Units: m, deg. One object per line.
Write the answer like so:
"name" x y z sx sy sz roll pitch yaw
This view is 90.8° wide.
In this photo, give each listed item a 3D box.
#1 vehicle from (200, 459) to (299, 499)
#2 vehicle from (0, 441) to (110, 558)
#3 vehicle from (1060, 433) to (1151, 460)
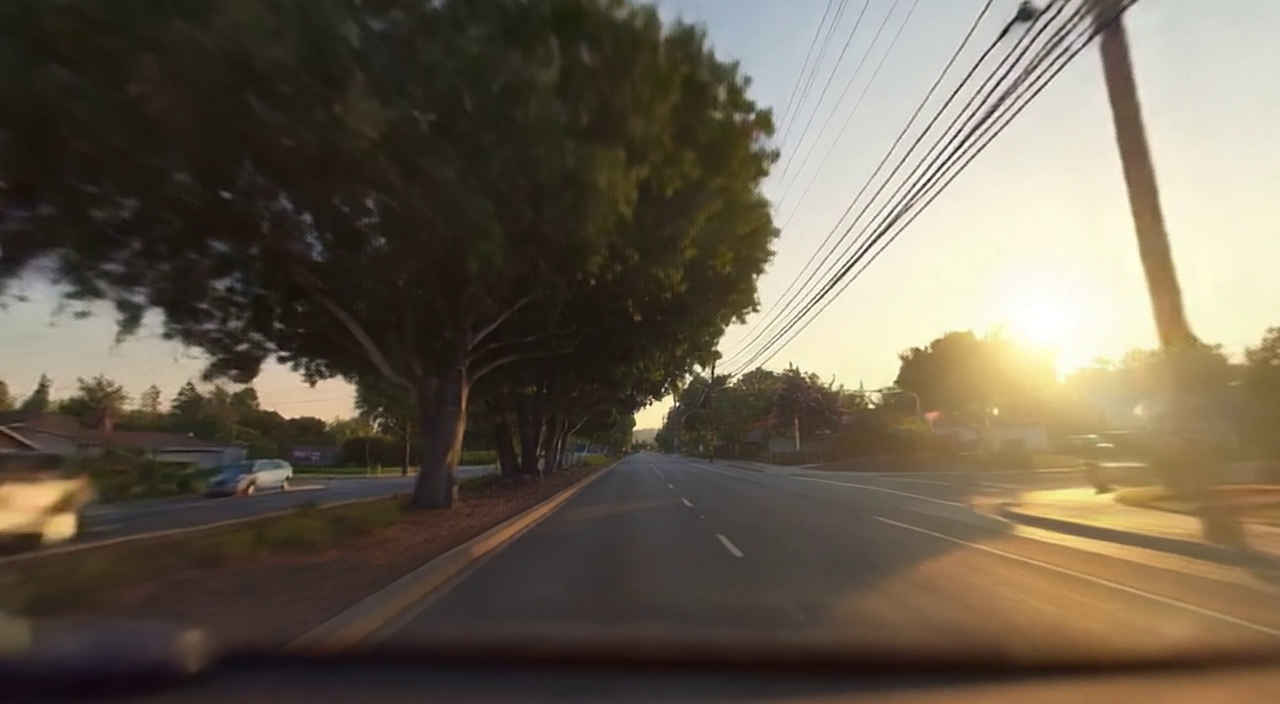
"vehicle" -18.992 6.160 31.002 1.955 1.584 4.664 -4 -8 0
"vehicle" -10.349 2.127 9.035 1.933 1.709 4.063 0 -8 0
"vehicle" 30.285 6.178 41.184 4.300 1.684 1.904 0 -8 3
